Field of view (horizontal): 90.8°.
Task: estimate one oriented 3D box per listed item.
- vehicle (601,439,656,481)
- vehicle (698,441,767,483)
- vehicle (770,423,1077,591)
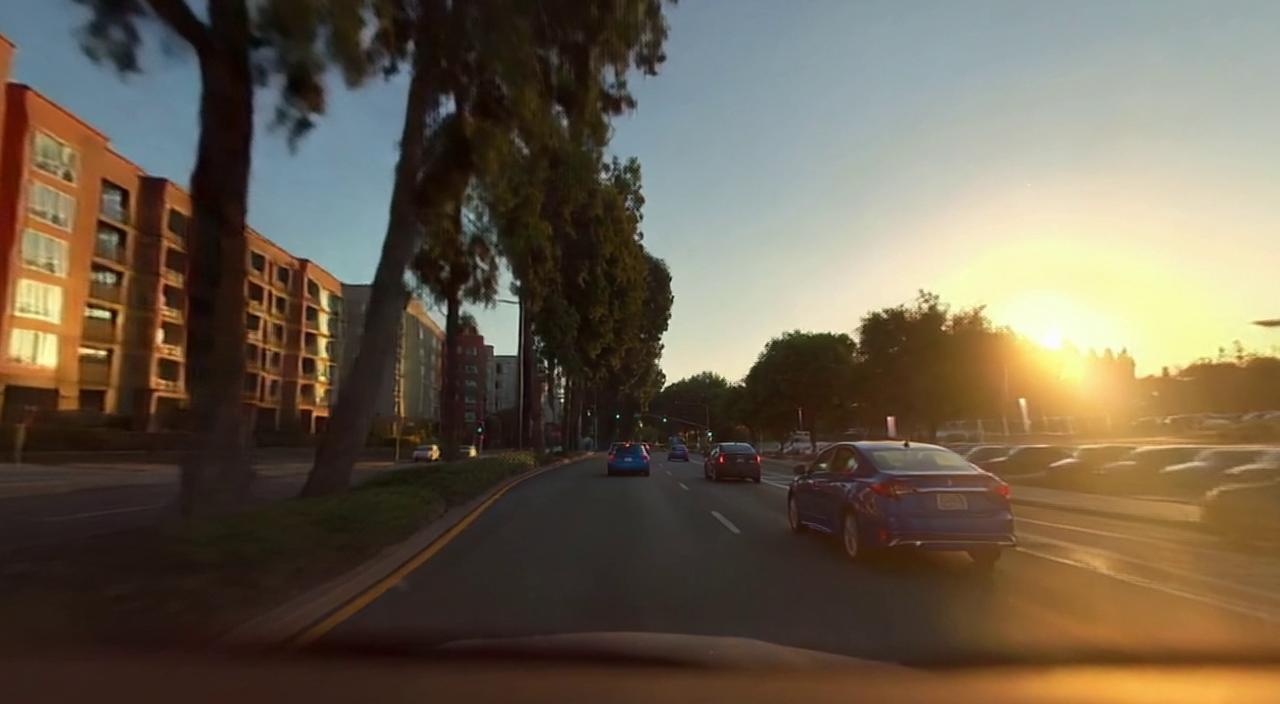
[{"bbox_3d":[-0.421,4.187,24.727,1.994,1.479,3.647,0,-9,-1],"label":"vehicle"},{"bbox_3d":[3.422,4.180,24.233,1.908,1.453,4.230,0,-9,-1],"label":"vehicle"},{"bbox_3d":[2.979,1.695,7.695,1.852,1.498,3.825,0,-9,-2],"label":"vehicle"}]
